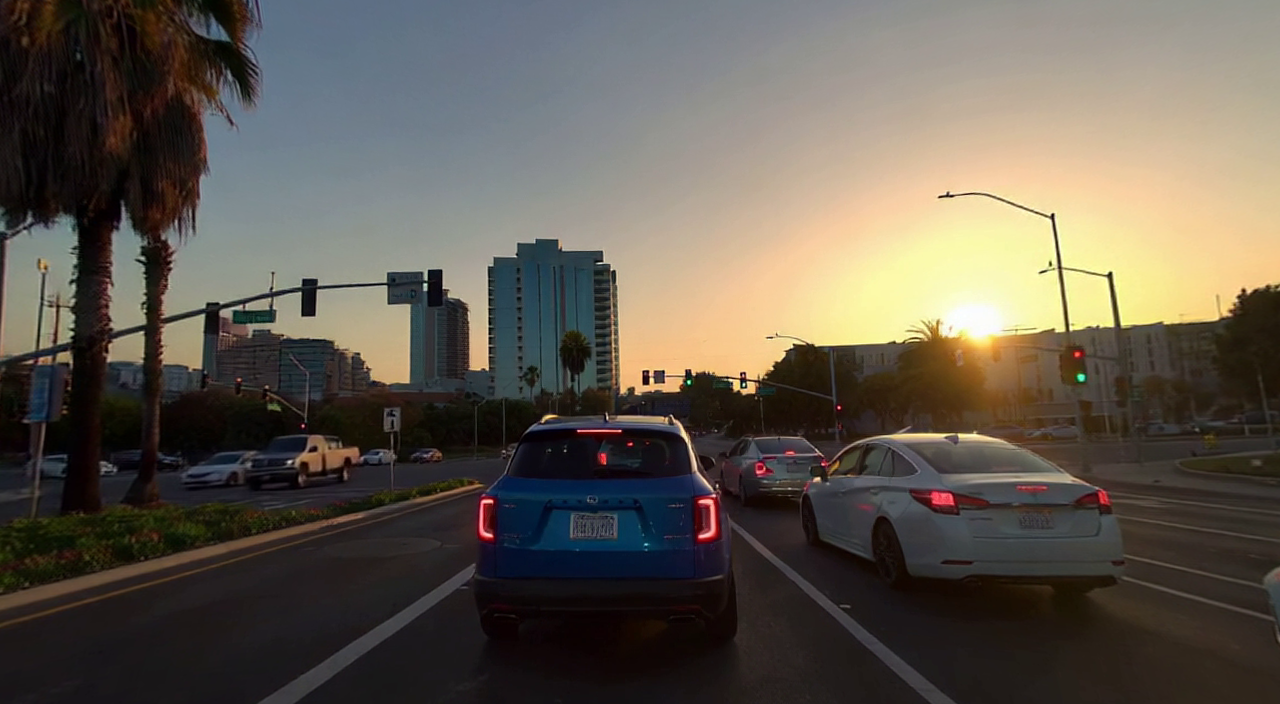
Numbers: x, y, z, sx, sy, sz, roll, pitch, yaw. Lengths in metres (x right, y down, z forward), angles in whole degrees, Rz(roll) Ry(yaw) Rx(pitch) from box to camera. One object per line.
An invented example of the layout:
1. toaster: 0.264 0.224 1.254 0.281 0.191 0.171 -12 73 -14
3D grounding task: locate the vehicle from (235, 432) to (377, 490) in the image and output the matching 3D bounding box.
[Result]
1. vehicle: -12.415 4.093 23.934 2.317 1.924 5.636 0 -9 0

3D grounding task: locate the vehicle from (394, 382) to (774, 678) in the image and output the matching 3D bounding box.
1. vehicle: -0.319 1.322 5.710 2.172 1.694 4.055 0 -8 0

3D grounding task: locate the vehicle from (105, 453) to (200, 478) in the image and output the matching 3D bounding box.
1. vehicle: -36.568 8.524 47.143 5.347 1.785 2.123 0 -8 1

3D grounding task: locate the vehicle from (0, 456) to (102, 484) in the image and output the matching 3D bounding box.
1. vehicle: -40.710 8.124 43.381 4.993 1.788 2.075 0 -9 1

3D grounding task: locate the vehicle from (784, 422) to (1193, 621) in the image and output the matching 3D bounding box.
1. vehicle: 3.143 1.612 7.023 1.971 1.473 4.495 0 -8 0
